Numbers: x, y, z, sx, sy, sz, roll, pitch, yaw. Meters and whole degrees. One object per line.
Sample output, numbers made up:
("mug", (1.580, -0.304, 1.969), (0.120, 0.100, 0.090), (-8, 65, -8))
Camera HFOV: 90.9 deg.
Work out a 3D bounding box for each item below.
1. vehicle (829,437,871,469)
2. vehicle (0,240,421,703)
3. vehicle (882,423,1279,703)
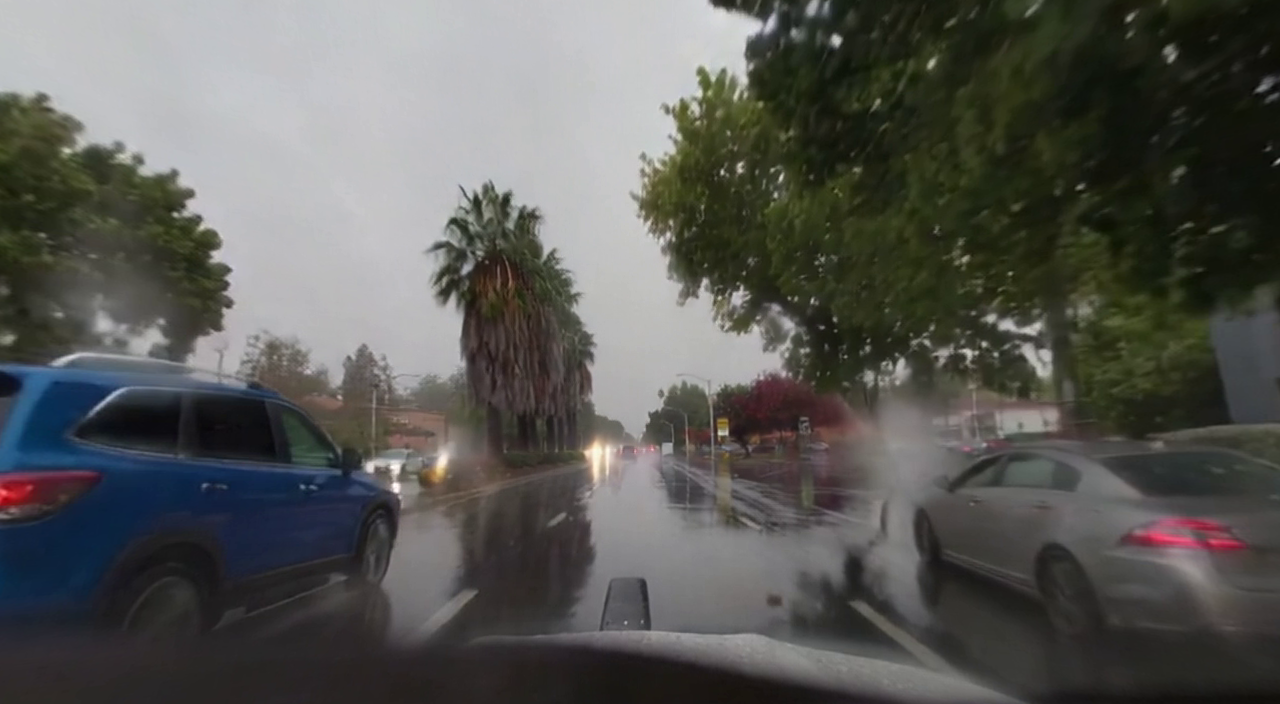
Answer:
("vehicle", (13.033, 6.198, 38.861), (2.180, 1.808, 4.462), (-3, -9, 20))
("vehicle", (-3.314, 0.900, 4.051), (2.152, 1.987, 4.527), (0, -9, 0))
("vehicle", (3.789, 1.405, 5.172), (1.978, 1.455, 4.582), (-1, -9, 3))
